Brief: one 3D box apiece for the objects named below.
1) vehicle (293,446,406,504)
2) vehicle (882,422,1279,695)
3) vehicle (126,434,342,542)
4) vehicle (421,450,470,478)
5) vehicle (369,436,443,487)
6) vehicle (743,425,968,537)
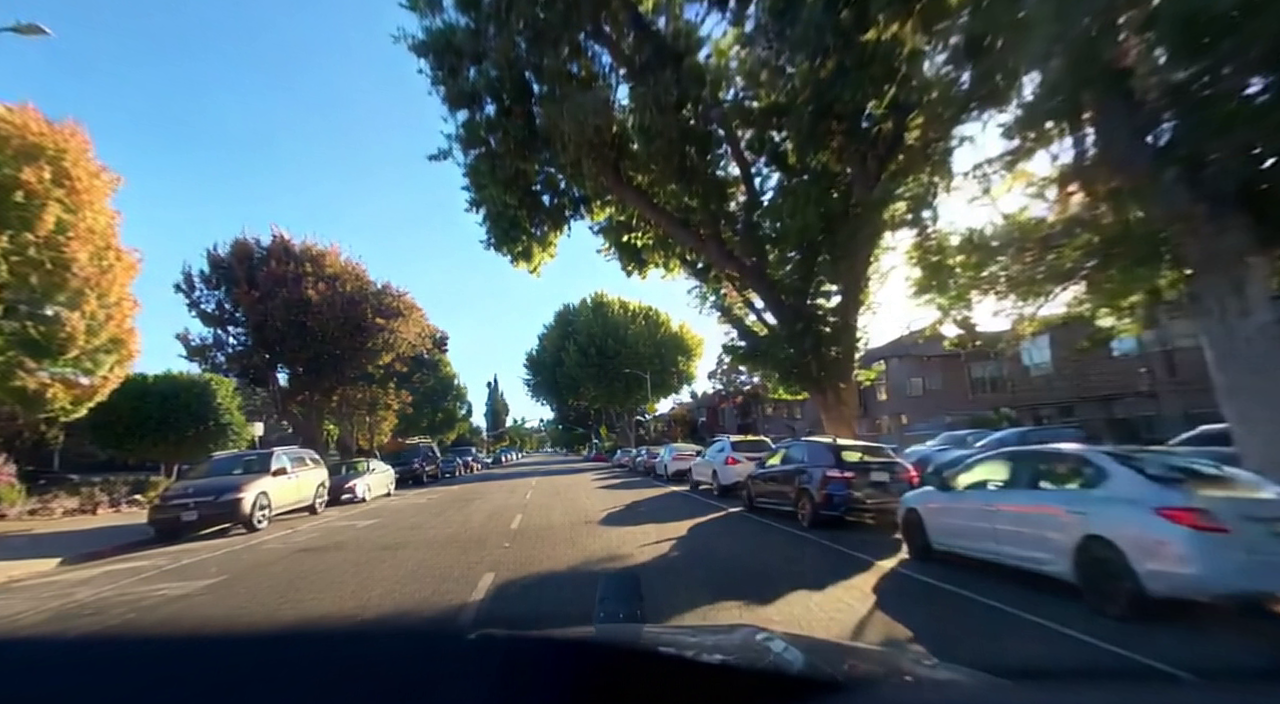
[{"bbox_3d":[-9.533,4.024,21.156,2.055,1.663,4.889,1,-9,-8],"label":"vehicle"},{"bbox_3d":[4.051,1.352,5.239,1.974,1.385,4.315,0,-9,-6],"label":"vehicle"},{"bbox_3d":[-8.619,2.907,14.119,2.072,1.840,5.197,-1,-9,-9],"label":"vehicle"},{"bbox_3d":[-11.791,6.799,38.515,2.057,1.486,4.759,0,-9,-7],"label":"vehicle"},{"bbox_3d":[-10.852,5.095,29.696,2.146,2.167,5.339,1,-9,-8],"label":"vehicle"},{"bbox_3d":[3.370,2.116,10.953,1.954,1.507,4.356,0,-9,-7],"label":"vehicle"}]
